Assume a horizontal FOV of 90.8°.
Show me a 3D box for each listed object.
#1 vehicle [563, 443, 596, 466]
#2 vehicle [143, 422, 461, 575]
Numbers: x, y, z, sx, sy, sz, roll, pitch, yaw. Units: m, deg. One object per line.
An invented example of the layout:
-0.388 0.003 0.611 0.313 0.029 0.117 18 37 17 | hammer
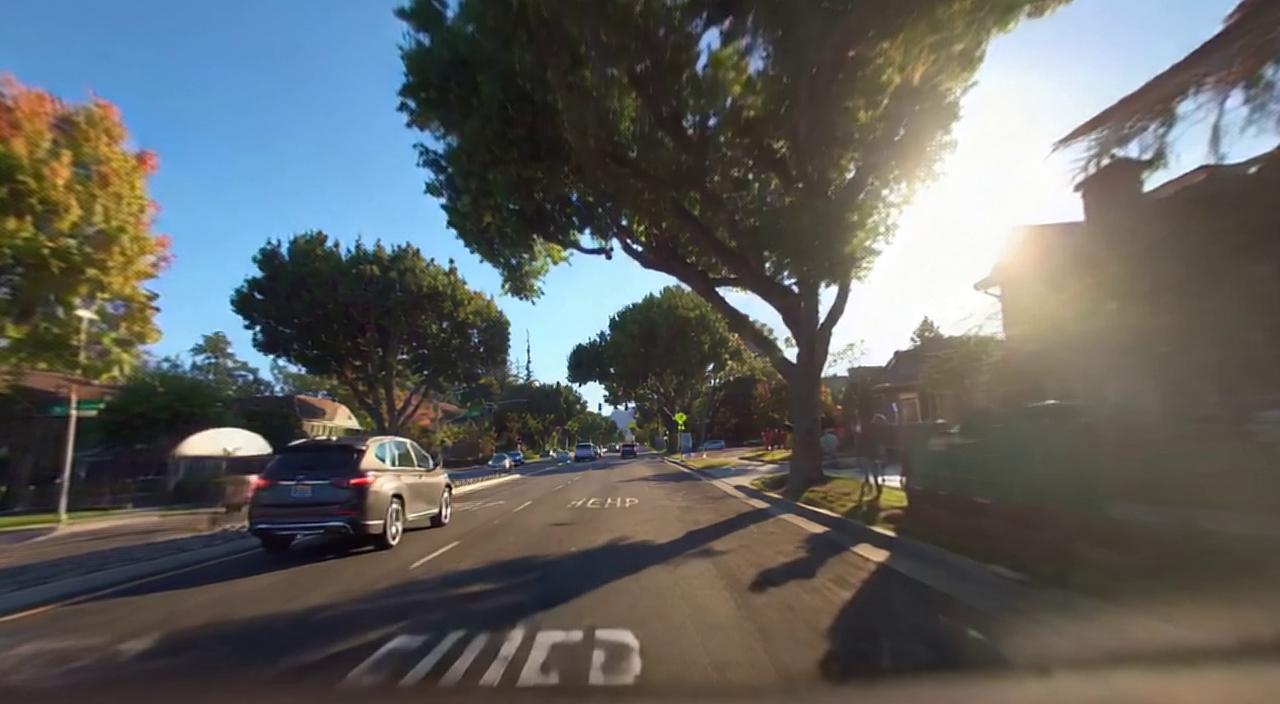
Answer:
-4.642 7.964 49.228 2.065 1.714 4.272 0 -9 1 | vehicle
-4.486 2.005 9.516 2.169 1.706 4.638 0 -9 1 | vehicle
